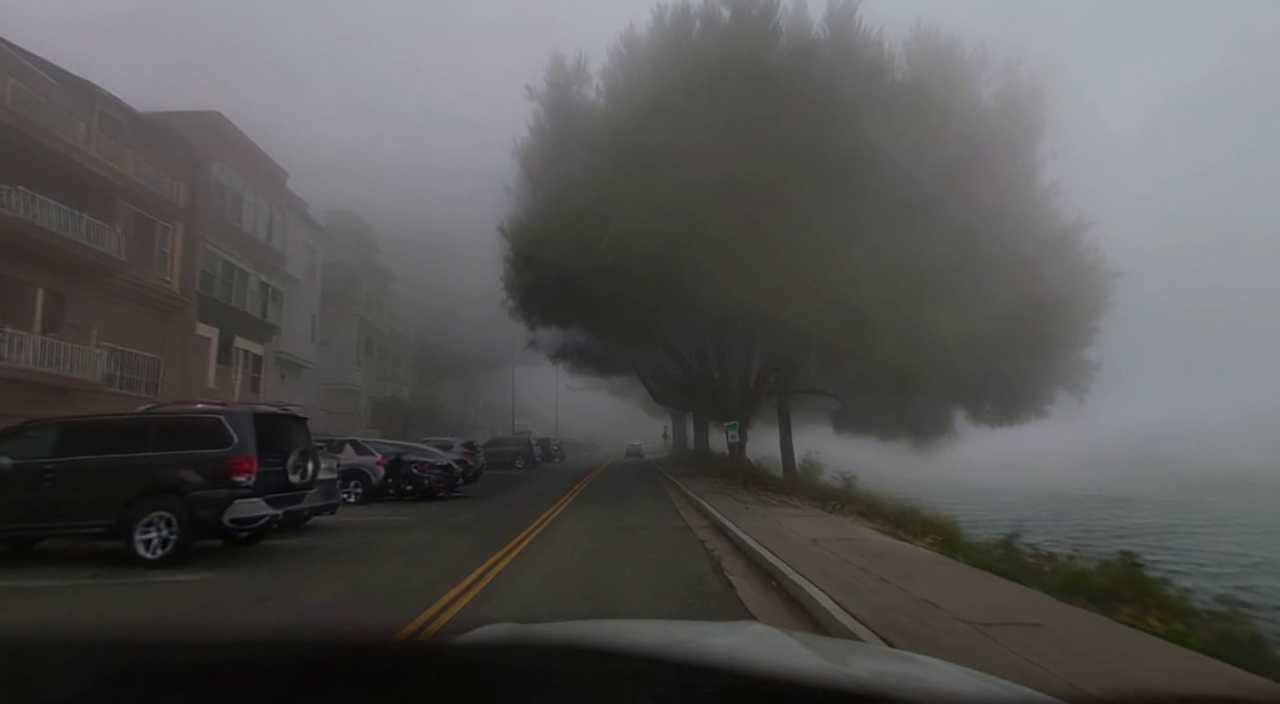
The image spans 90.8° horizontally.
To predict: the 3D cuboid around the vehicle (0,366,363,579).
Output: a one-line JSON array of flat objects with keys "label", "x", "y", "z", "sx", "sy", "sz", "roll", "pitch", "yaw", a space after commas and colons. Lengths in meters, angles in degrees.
[{"label": "vehicle", "x": -7.196, "y": 1.566, "z": 8.621, "sx": 5.592, "sy": 2.439, "sz": 2.515, "roll": 0, "pitch": -9, "yaw": -1}]
